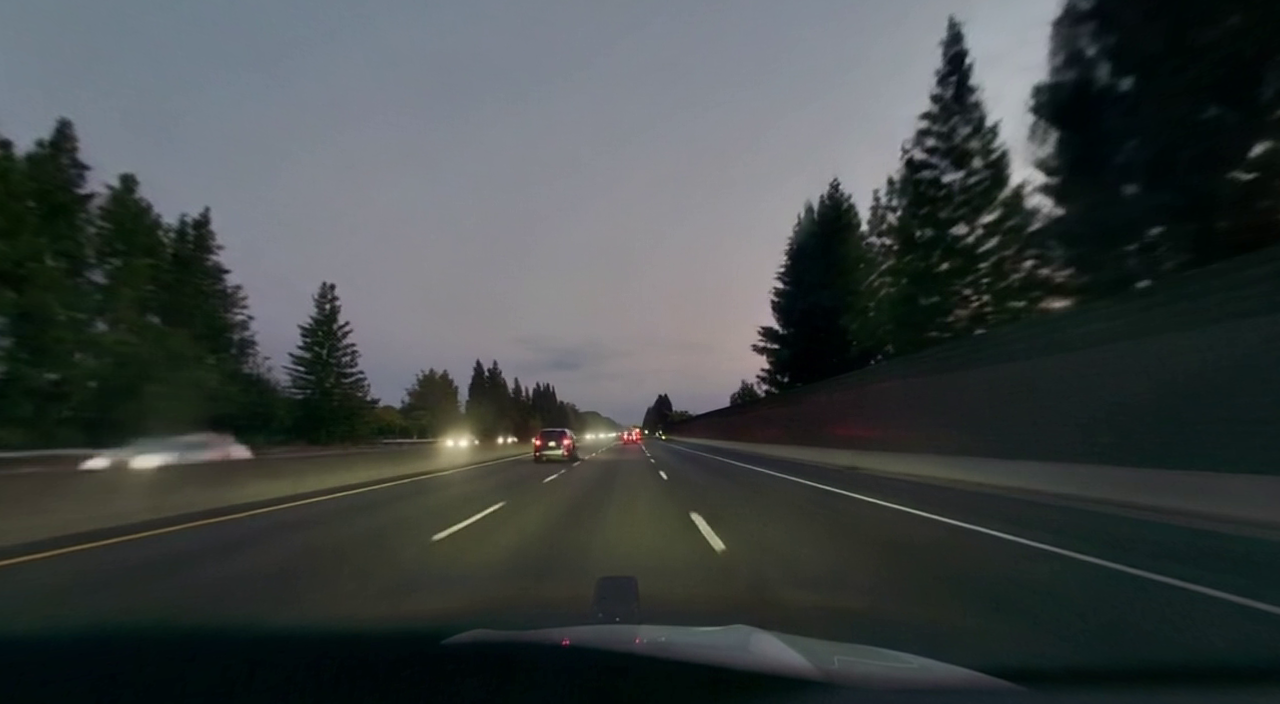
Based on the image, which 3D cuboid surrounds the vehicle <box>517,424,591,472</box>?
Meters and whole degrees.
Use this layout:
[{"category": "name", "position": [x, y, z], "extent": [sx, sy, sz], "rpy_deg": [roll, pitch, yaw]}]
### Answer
[{"category": "vehicle", "position": [-3.328, 3.818, 25.409], "extent": [2.306, 1.730, 4.606], "rpy_deg": [0, -8, 1]}]

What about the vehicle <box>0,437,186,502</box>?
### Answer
[{"category": "vehicle", "position": [-14.017, 2.908, 16.172], "extent": [1.840, 1.438, 3.986], "rpy_deg": [0, -8, -2]}]
